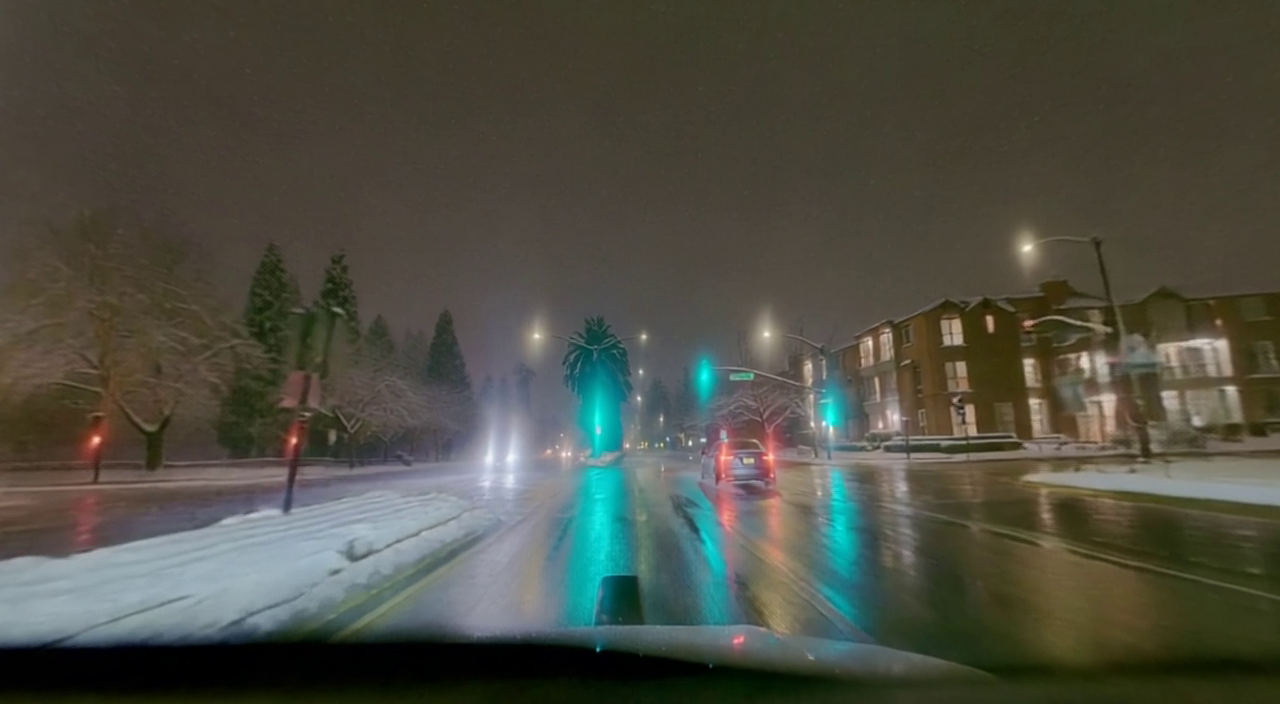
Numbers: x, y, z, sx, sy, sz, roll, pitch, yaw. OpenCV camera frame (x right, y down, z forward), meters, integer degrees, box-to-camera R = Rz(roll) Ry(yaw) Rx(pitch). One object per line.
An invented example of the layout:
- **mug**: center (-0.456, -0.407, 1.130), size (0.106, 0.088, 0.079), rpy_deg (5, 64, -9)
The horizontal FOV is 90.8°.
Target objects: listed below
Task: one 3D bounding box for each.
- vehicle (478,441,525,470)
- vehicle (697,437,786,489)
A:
- **vehicle**: center (-8.849, 6.631, 40.724), size (2.010, 1.718, 4.443), rpy_deg (0, -8, 1)
- **vehicle**: center (3.044, 3.443, 19.916), size (1.964, 1.448, 4.295), rpy_deg (0, -8, -2)
